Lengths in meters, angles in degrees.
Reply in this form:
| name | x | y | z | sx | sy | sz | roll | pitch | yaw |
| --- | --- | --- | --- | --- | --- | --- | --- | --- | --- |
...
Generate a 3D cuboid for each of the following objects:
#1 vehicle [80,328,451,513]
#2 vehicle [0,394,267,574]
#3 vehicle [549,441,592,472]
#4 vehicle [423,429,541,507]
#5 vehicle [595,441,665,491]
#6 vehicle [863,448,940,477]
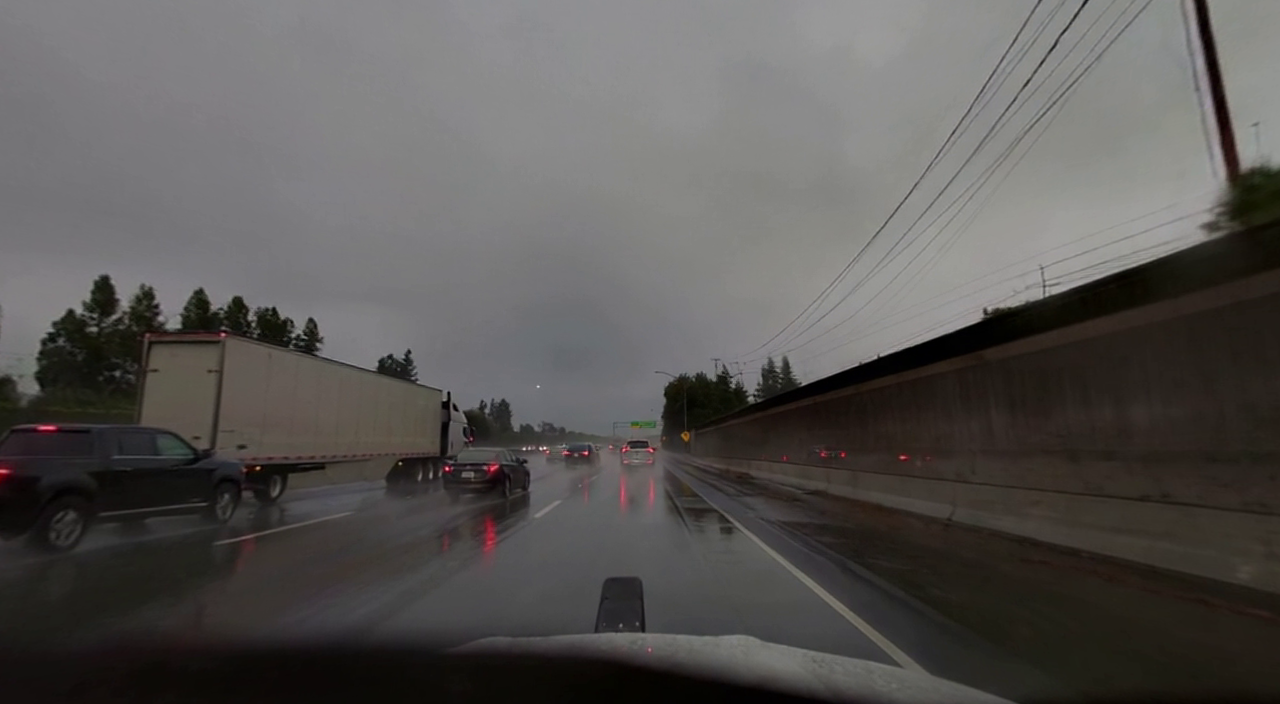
| name | x | y | z | sx | sy | sz | roll | pitch | yaw |
| --- | --- | --- | --- | --- | --- | --- | --- | --- | --- |
| vehicle | -10.647 | 2.710 | 22.139 | 2.892 | 4.073 | 16.528 | 0 | -9 | 0 |
| vehicle | -7.593 | 1.658 | 8.459 | 2.054 | 1.825 | 5.072 | 0 | -9 | 0 |
| vehicle | -4.062 | 6.194 | 37.667 | 1.976 | 1.705 | 4.176 | 0 | -9 | 1 |
| vehicle | -3.864 | 2.912 | 16.302 | 1.923 | 1.716 | 4.289 | 0 | -9 | 0 |
| vehicle | -0.321 | 3.726 | 20.900 | 2.089 | 1.477 | 3.818 | 0 | -9 | -1 |
| vehicle | 14.093 | 5.965 | 34.395 | 2.027 | 1.478 | 4.849 | 0 | -9 | -1 |
